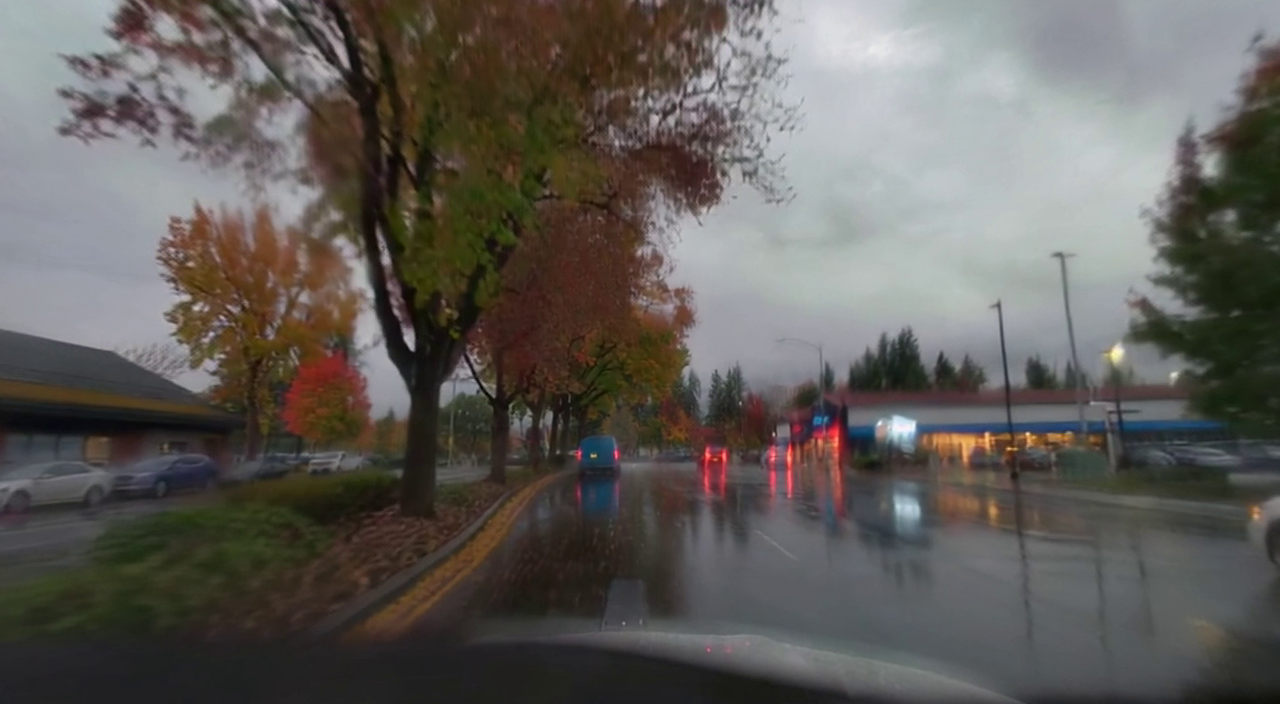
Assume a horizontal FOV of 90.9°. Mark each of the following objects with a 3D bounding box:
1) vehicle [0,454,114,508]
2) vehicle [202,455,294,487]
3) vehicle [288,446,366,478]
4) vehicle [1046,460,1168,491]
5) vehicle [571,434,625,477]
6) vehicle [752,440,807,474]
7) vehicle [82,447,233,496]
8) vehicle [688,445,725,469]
[{"bbox_3d":[-19.228,3.934,19.514,1.985,1.463,4.603,0,-8,-1],"label":"vehicle"},{"bbox_3d":[-18.874,5.733,30.620,1.737,1.349,4.014,0,-8,3],"label":"vehicle"},{"bbox_3d":[-18.894,6.611,38.374,1.914,1.785,5.408,0,-8,1],"label":"vehicle"},{"bbox_3d":[28.035,7.409,38.001,5.680,1.772,2.071,0,-8,-2],"label":"vehicle"},{"bbox_3d":[-1.981,4.831,29.738,2.344,1.863,4.665,1,-8,-4],"label":"vehicle"},{"bbox_3d":[7.784,5.897,35.657,2.040,1.738,4.414,0,-8,0],"label":"vehicle"},{"bbox_3d":[-19.127,4.696,25.377,2.137,1.723,4.850,0,-8,1],"label":"vehicle"},{"bbox_3d":[4.222,6.721,40.650,1.886,1.464,4.290,0,-8,0],"label":"vehicle"}]
